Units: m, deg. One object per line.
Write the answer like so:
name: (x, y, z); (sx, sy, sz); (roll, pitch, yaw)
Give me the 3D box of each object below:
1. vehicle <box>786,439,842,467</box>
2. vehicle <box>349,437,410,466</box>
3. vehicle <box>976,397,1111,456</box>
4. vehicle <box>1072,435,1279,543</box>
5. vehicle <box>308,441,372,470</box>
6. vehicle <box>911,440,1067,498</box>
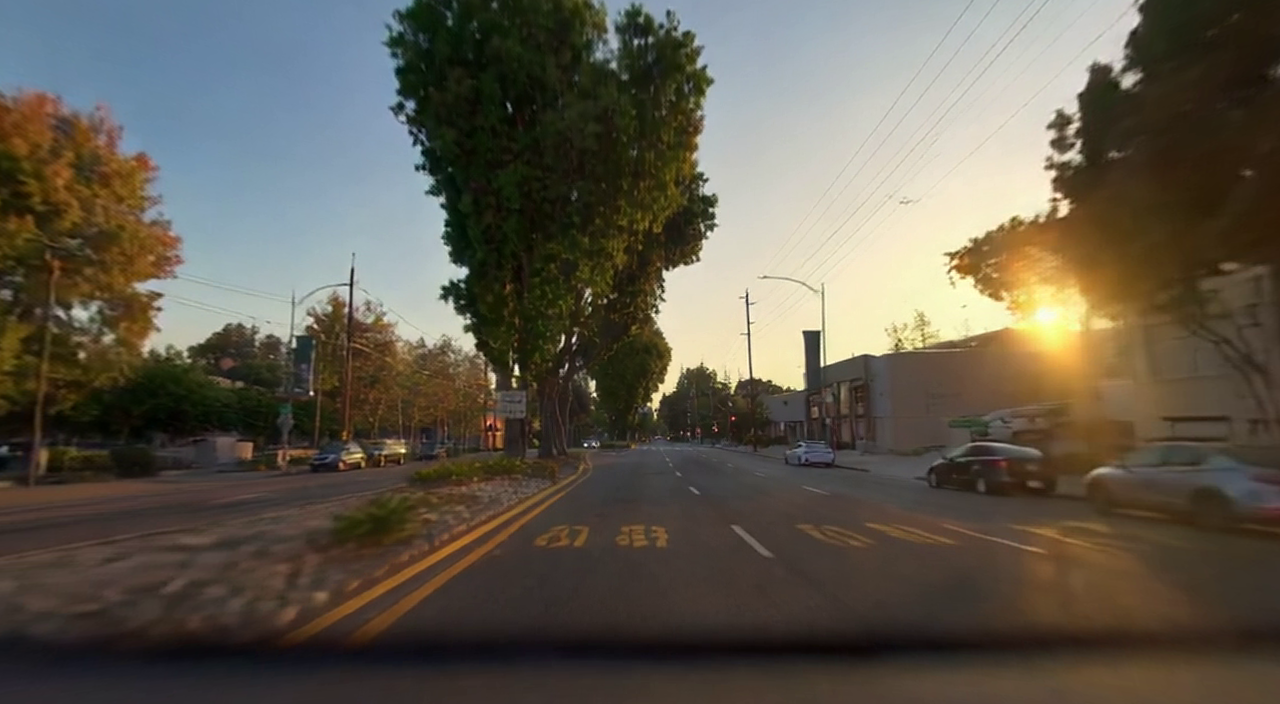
vehicle: (10.047, 5.878, 36.886); (1.919, 1.546, 4.730); (0, -9, 0)
vehicle: (-19.041, 7.270, 46.484); (2.085, 1.957, 5.548); (0, -8, 1)
vehicle: (18.932, 3.638, 30.137); (2.179, 2.441, 5.974); (-1, -8, -2)
vehicle: (9.732, 2.192, 10.658); (1.726, 1.486, 4.394); (0, -9, -1)
vehicle: (-19.323, 6.654, 40.892); (1.966, 1.753, 4.634); (0, -9, -2)
vehicle: (9.892, 3.318, 18.410); (1.926, 1.464, 4.436); (0, -9, -1)
